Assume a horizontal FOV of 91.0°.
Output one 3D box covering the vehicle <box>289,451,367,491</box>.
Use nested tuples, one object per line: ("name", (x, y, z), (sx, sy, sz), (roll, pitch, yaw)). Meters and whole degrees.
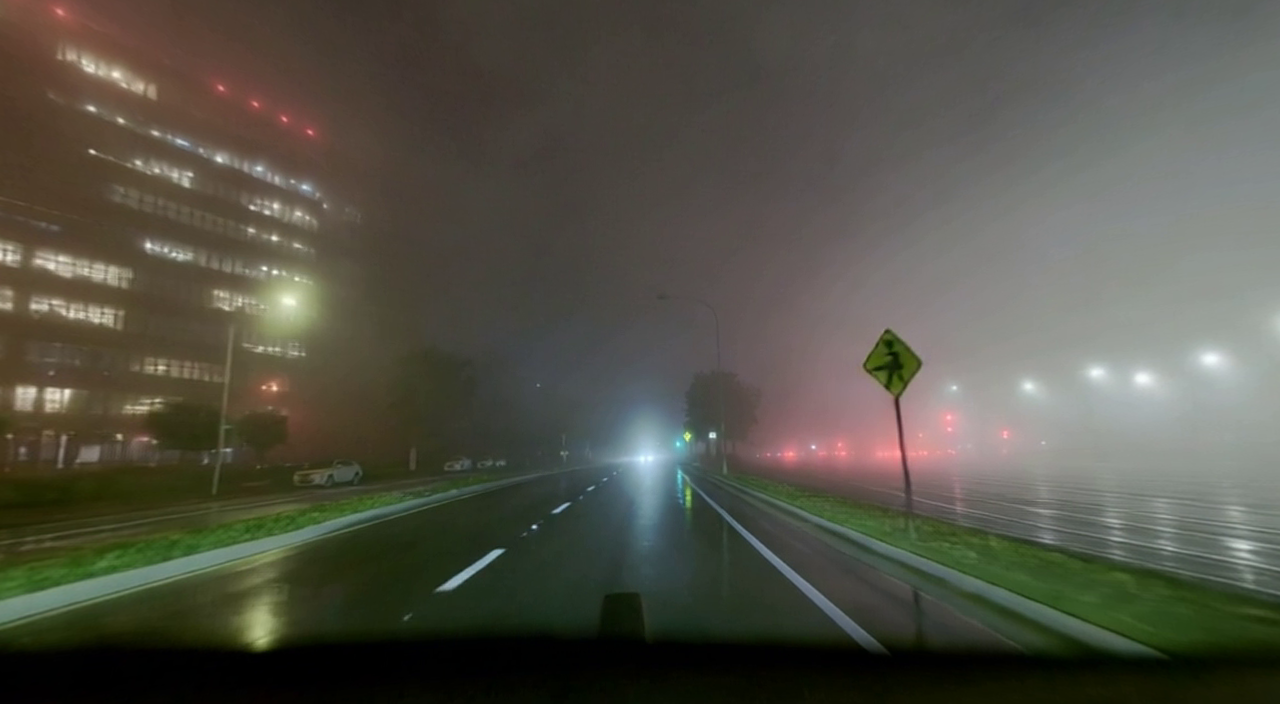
("vehicle", (-18.501, 7.056, 37.662), (2.047, 1.914, 5.061), (-3, -7, 2))
